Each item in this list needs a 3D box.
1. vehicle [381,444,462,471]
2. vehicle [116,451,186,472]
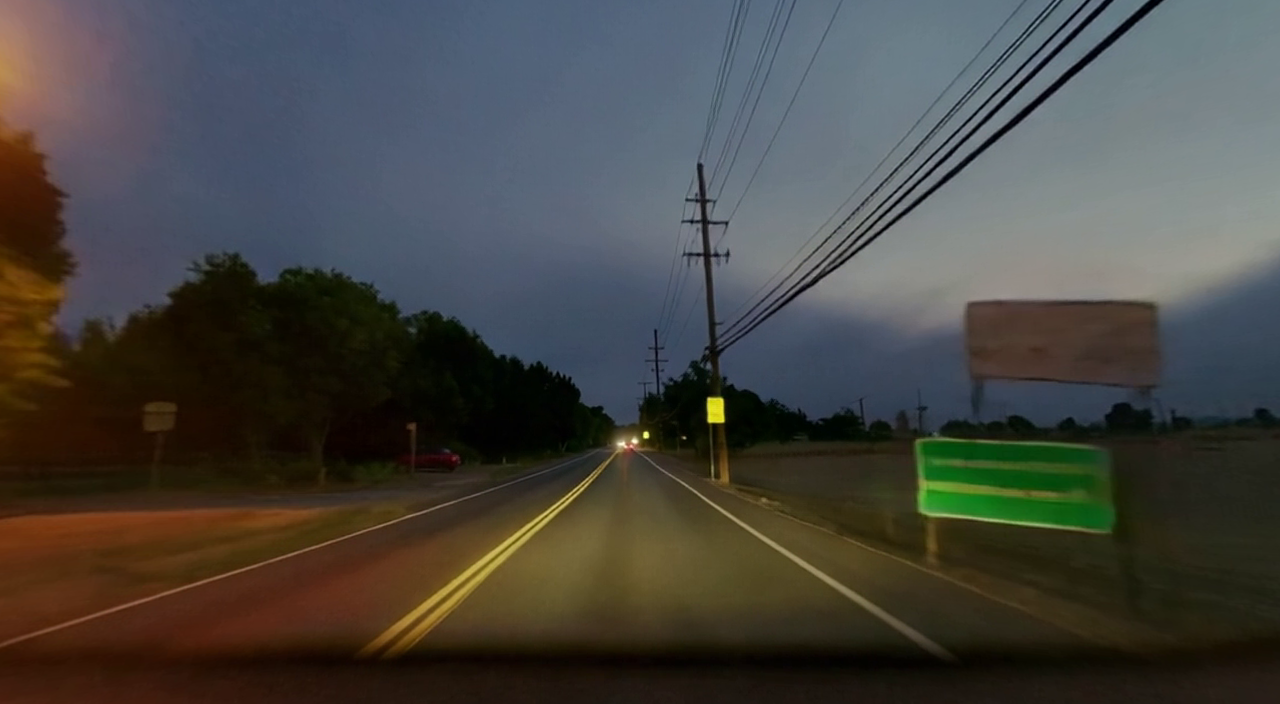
[{"bbox_3d":[-15.234,7.366,44.077,4.894,1.774,2.150,0,-8,1],"label":"vehicle"},{"bbox_3d":[-35.257,7.872,45.336,4.566,1.459,1.772,-4,-10,21],"label":"vehicle"}]
